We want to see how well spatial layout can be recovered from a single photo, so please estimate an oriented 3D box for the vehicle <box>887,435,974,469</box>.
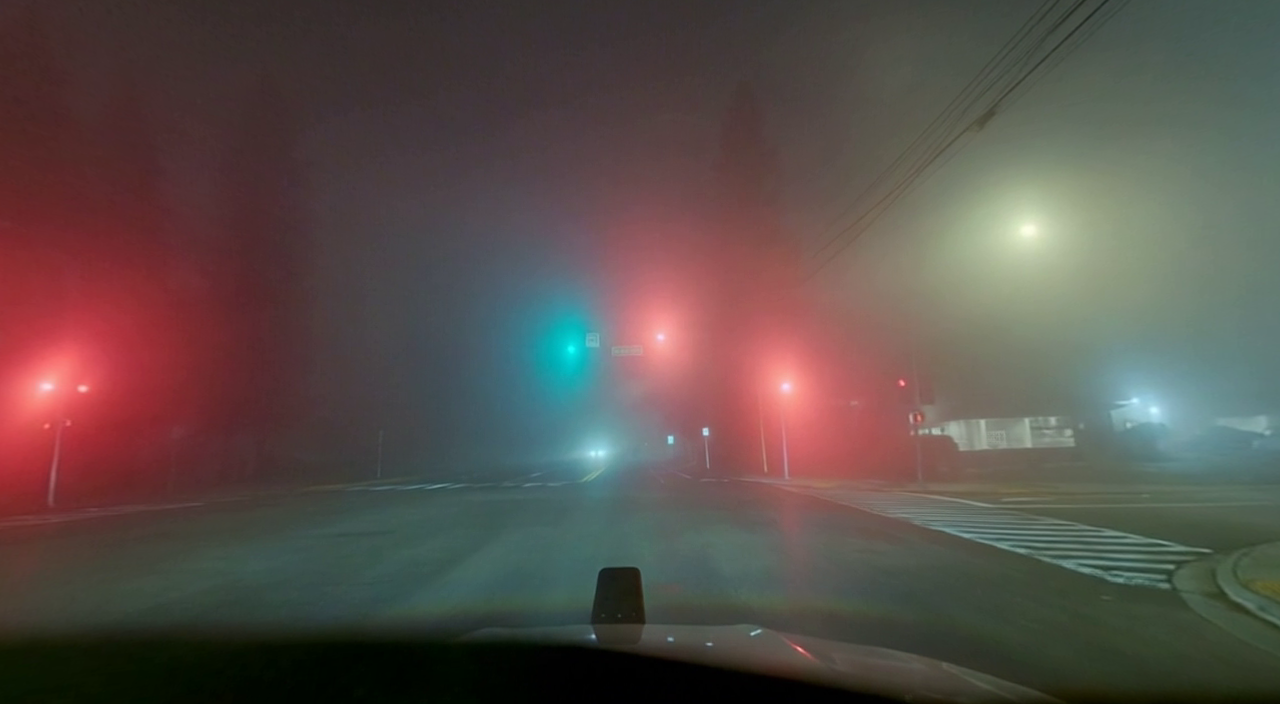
[{"bbox_3d":[14.966,5.206,32.856,1.959,1.471,4.570,-4,-8,-5],"label":"vehicle"}]
